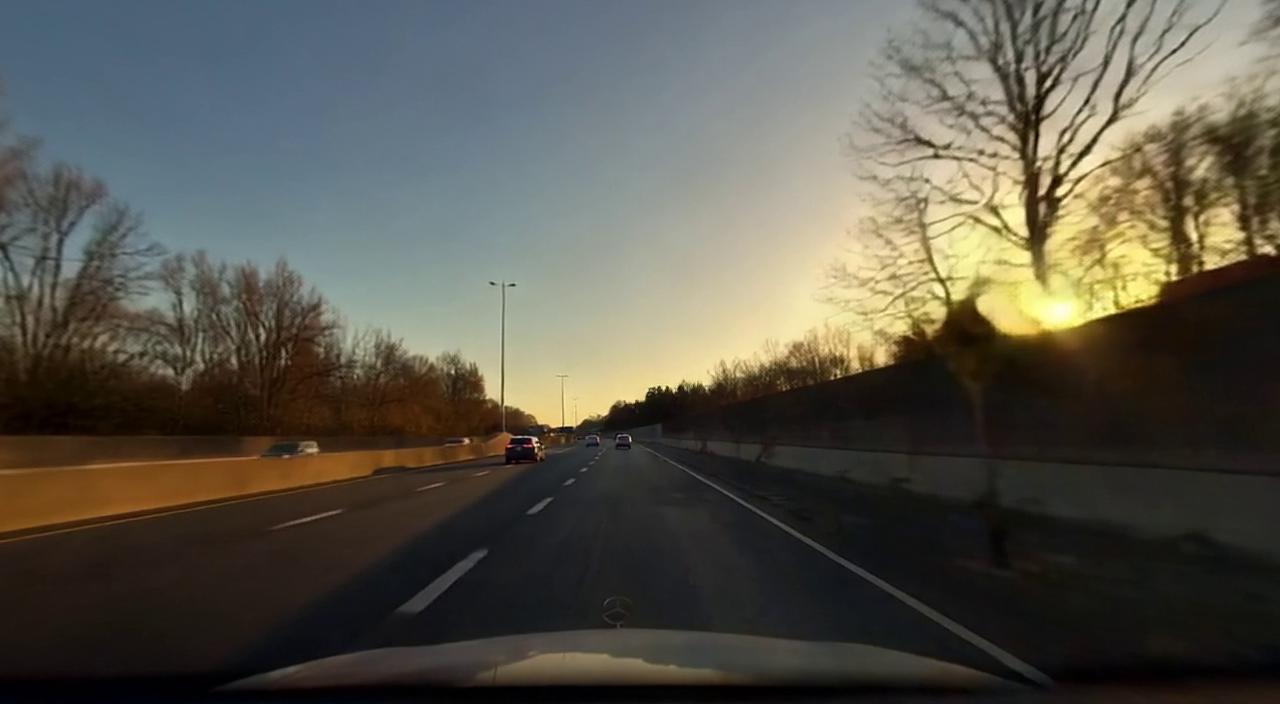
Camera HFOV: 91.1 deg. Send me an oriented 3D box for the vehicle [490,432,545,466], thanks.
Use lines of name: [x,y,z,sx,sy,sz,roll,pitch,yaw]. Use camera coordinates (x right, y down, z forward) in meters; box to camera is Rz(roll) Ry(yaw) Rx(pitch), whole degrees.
vehicle: [-5.841,4.654,30.439,1.988,1.505,4.044,0,-8,-2]

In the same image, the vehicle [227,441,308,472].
vehicle: [-19.716,5.531,33.514,1.830,1.500,4.153,0,-8,-1]
